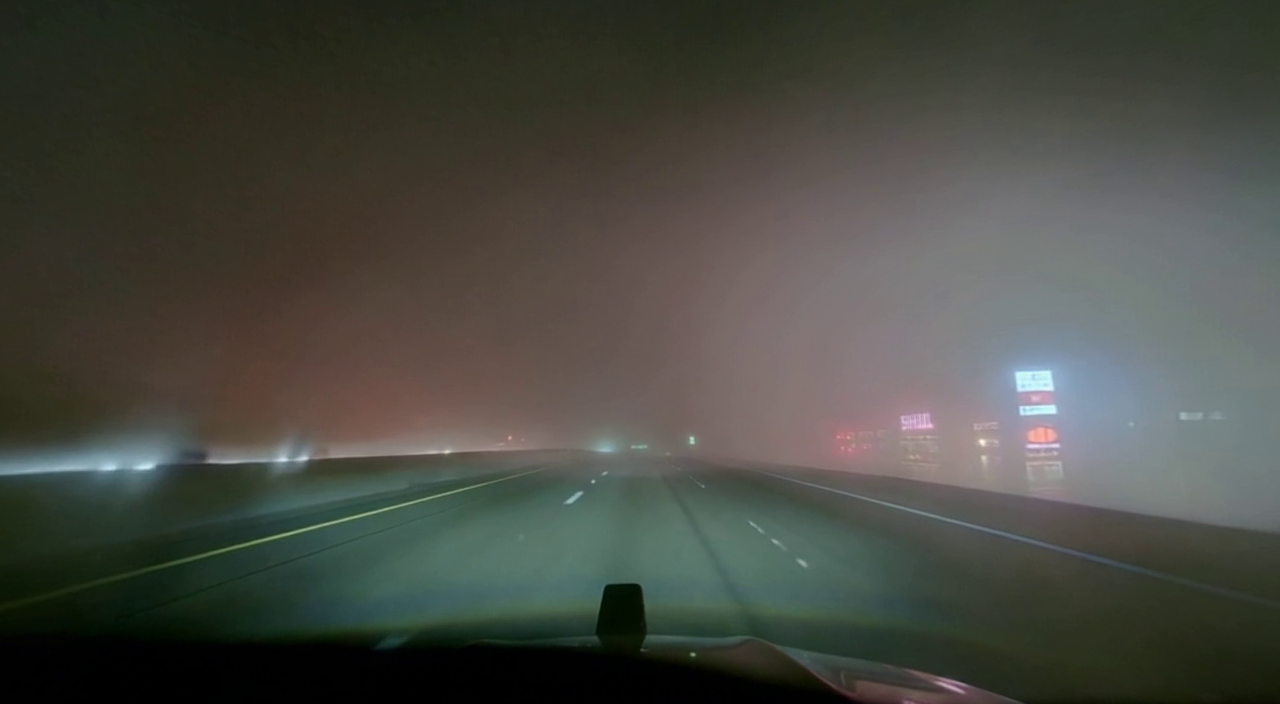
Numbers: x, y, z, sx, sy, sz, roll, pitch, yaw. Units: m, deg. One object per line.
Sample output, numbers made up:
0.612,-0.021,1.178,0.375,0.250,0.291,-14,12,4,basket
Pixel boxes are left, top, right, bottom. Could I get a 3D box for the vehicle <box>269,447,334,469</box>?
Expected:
-23.264,7.272,43.569,1.883,1.444,4.561,0,-8,1,vehicle
